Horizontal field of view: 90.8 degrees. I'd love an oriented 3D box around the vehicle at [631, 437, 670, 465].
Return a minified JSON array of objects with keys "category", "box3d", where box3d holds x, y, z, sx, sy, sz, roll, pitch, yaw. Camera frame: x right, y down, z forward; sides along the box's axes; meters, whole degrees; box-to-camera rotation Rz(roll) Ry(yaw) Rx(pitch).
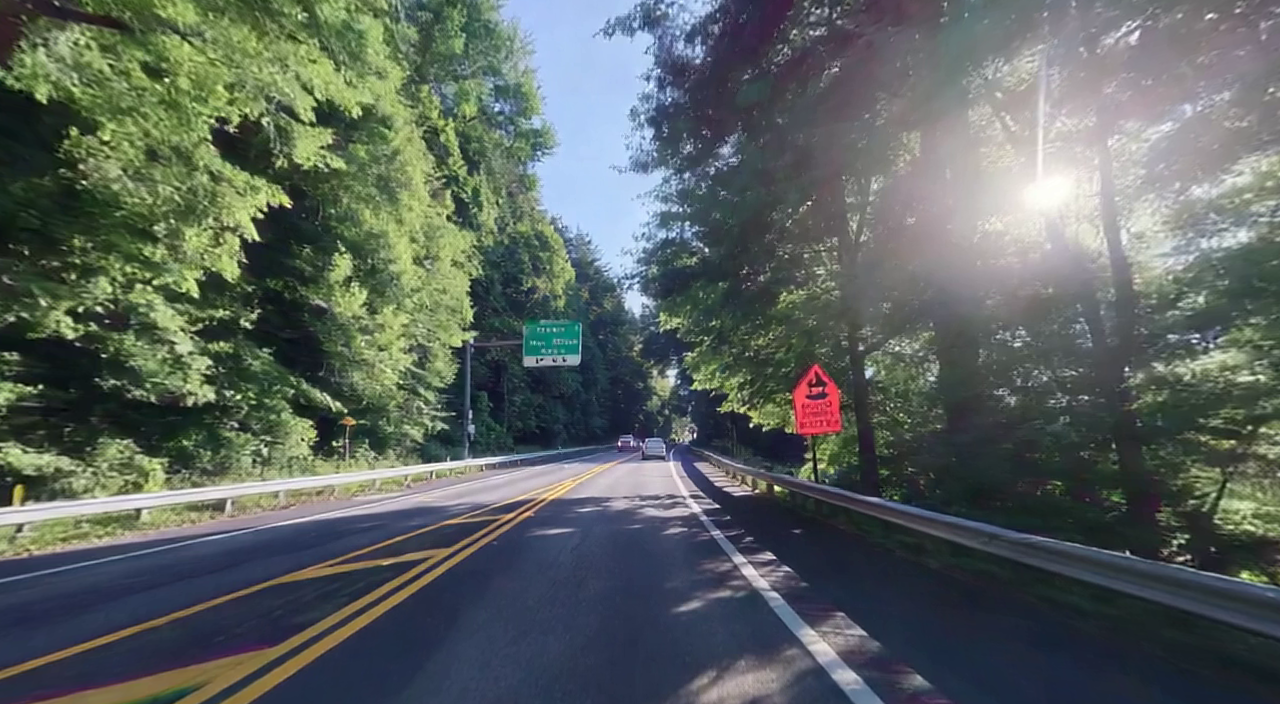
[{"category":"vehicle","box3d":[0.605,5.545,35.507,2.067,1.486,3.861,-1,-9,2]}]
